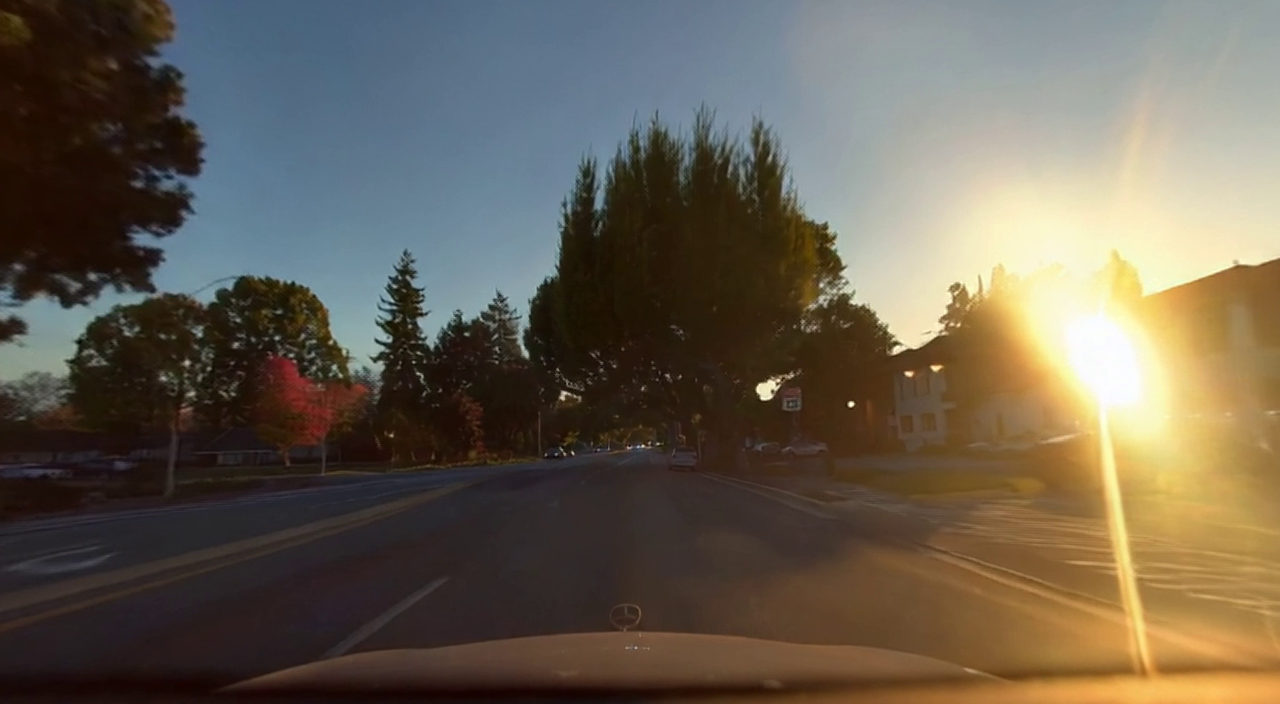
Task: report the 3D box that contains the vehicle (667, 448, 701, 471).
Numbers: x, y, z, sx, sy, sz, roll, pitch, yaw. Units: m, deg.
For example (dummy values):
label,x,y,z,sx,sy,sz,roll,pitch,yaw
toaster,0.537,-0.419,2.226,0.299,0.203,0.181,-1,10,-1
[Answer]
label,x,y,z,sx,sy,sz,roll,pitch,yaw
vehicle,3.108,7.763,45.919,2.080,1.503,4.821,0,-8,-1

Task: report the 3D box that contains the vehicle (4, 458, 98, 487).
label,x,y,z,sx,sy,sz,roll,pitch,yaw
vehicle,-41.563,8.504,44.737,2.105,1.834,4.518,0,-8,3

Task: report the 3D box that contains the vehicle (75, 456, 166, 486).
label,x,y,z,sx,sy,sz,roll,pitch,yaw
vehicle,-36.046,8.246,44.047,2.007,1.822,4.919,0,-8,2
